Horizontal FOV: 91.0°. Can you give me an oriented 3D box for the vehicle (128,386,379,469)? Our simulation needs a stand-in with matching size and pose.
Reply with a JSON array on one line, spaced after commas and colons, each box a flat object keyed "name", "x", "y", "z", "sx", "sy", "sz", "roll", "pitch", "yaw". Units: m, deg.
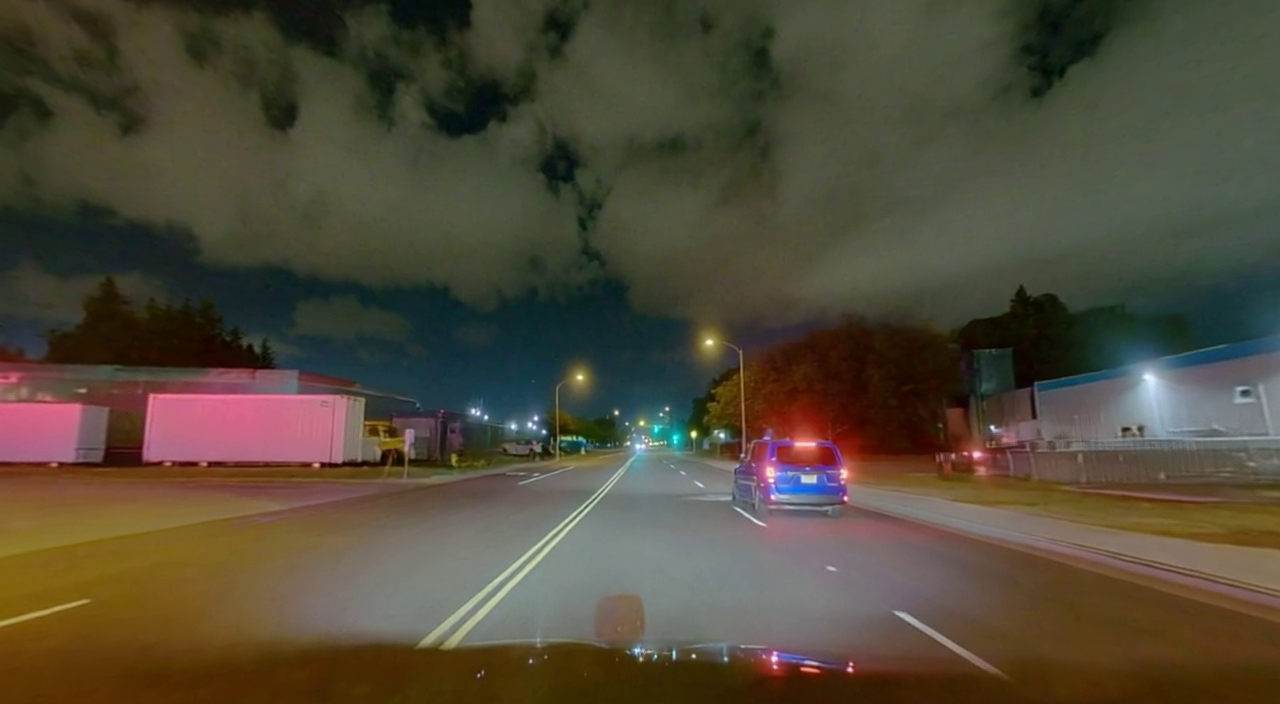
[{"name": "vehicle", "x": -19.821, "y": 4.000, "z": 32.909, "sx": 10.797, "sy": 4.039, "sz": 3.044, "roll": 1, "pitch": -9, "yaw": -1}]

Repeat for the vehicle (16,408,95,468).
[{"name": "vehicle", "x": -42.363, "y": 6.343, "z": 45.946, "sx": 2.814, "sy": 3.937, "sz": 8.351, "roll": 6, "pitch": -10, "yaw": -35}]

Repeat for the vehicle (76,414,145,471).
[{"name": "vehicle", "x": -33.926, "y": 5.849, "z": 40.578, "sx": 2.841, "sy": 3.355, "sz": 7.180, "roll": 7, "pitch": -11, "yaw": -37}]

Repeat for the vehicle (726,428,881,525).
[{"name": "vehicle", "x": 3.433, "y": 2.730, "z": 14.413, "sx": 2.202, "sy": 1.822, "sz": 4.826, "roll": 0, "pitch": -9, "yaw": 0}]
